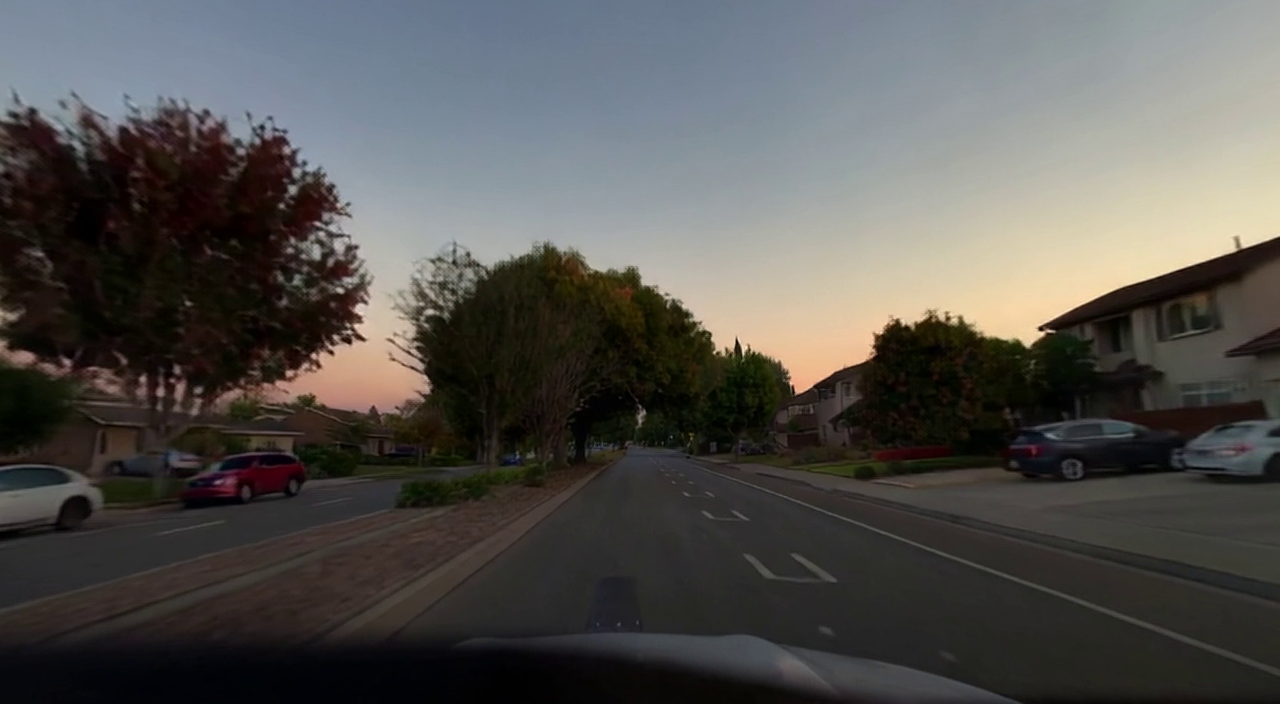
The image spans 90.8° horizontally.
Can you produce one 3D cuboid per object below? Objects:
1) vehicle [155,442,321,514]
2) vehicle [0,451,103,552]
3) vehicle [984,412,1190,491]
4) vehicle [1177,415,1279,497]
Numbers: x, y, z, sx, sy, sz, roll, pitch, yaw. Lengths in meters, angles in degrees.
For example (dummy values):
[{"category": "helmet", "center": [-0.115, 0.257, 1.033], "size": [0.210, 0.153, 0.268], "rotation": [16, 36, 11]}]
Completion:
[{"category": "vehicle", "center": [-12.167, 3.787, 19.614], "size": [2.105, 1.930, 4.541], "rotation": [0, -8, 0]}, {"category": "vehicle", "center": [-12.003, 2.571, 10.375], "size": [2.007, 1.663, 5.077], "rotation": [-2, -7, -1]}, {"category": "vehicle", "center": [12.295, 2.727, 17.596], "size": [4.194, 1.850, 1.951], "rotation": [-2, -7, -3]}, {"category": "vehicle", "center": [15.456, 2.332, 14.375], "size": [4.584, 1.715, 2.028], "rotation": [0, -8, -1]}]
